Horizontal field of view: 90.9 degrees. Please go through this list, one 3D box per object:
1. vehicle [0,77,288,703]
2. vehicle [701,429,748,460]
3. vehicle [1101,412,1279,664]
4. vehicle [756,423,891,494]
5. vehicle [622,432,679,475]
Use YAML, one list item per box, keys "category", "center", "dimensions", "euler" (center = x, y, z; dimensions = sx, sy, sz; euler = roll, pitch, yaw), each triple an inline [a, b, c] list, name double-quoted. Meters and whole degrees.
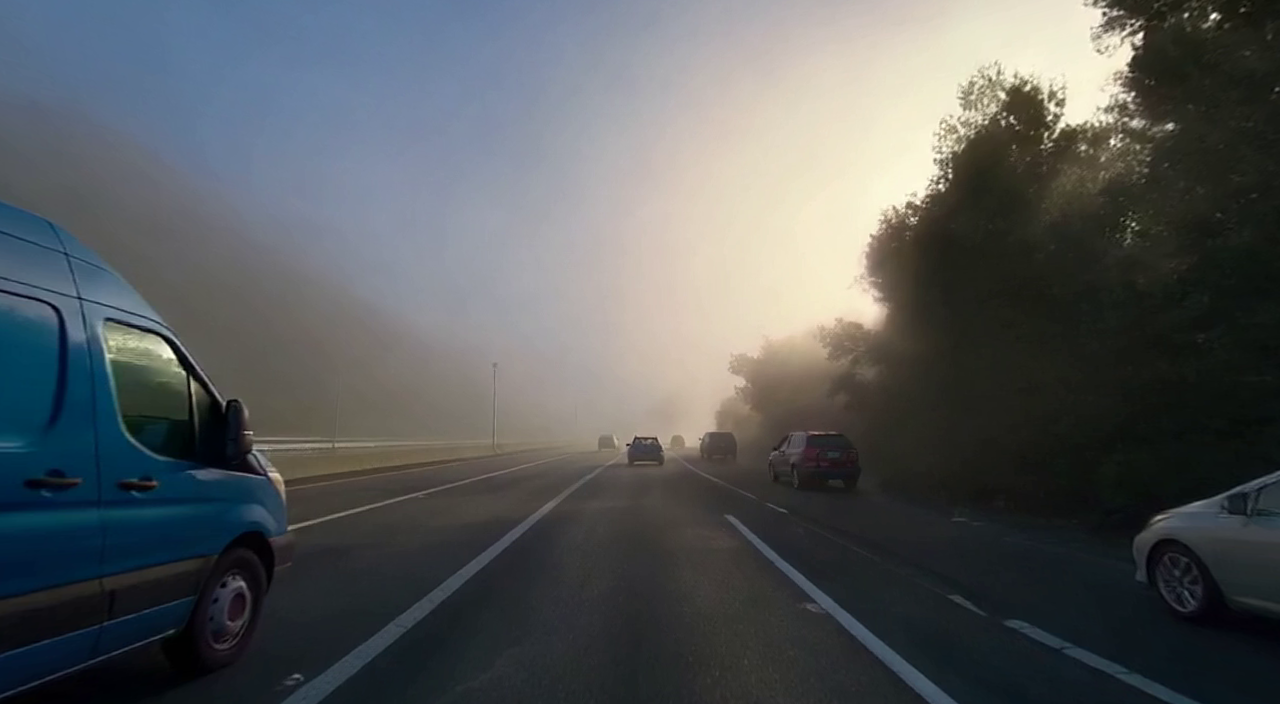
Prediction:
- category: "vehicle"
  center: [-3.585, 0.159, 1.262]
  dimensions: [2.396, 2.664, 5.735]
  euler: [0, -8, 0]
- category: "vehicle"
  center: [5.403, 6.014, 40.904]
  dimensions: [2.229, 1.837, 4.710]
  euler: [0, -8, -2]
- category: "vehicle"
  center: [4.864, 0.985, 2.949]
  dimensions: [2.050, 1.491, 4.362]
  euler: [0, -8, -1]
- category: "vehicle"
  center: [4.736, 2.833, 17.060]
  dimensions: [2.270, 1.660, 4.101]
  euler: [0, -8, -2]
- category: "vehicle"
  center: [0.367, 3.929, 24.590]
  dimensions: [2.054, 1.504, 3.890]
  euler: [0, -8, 0]
